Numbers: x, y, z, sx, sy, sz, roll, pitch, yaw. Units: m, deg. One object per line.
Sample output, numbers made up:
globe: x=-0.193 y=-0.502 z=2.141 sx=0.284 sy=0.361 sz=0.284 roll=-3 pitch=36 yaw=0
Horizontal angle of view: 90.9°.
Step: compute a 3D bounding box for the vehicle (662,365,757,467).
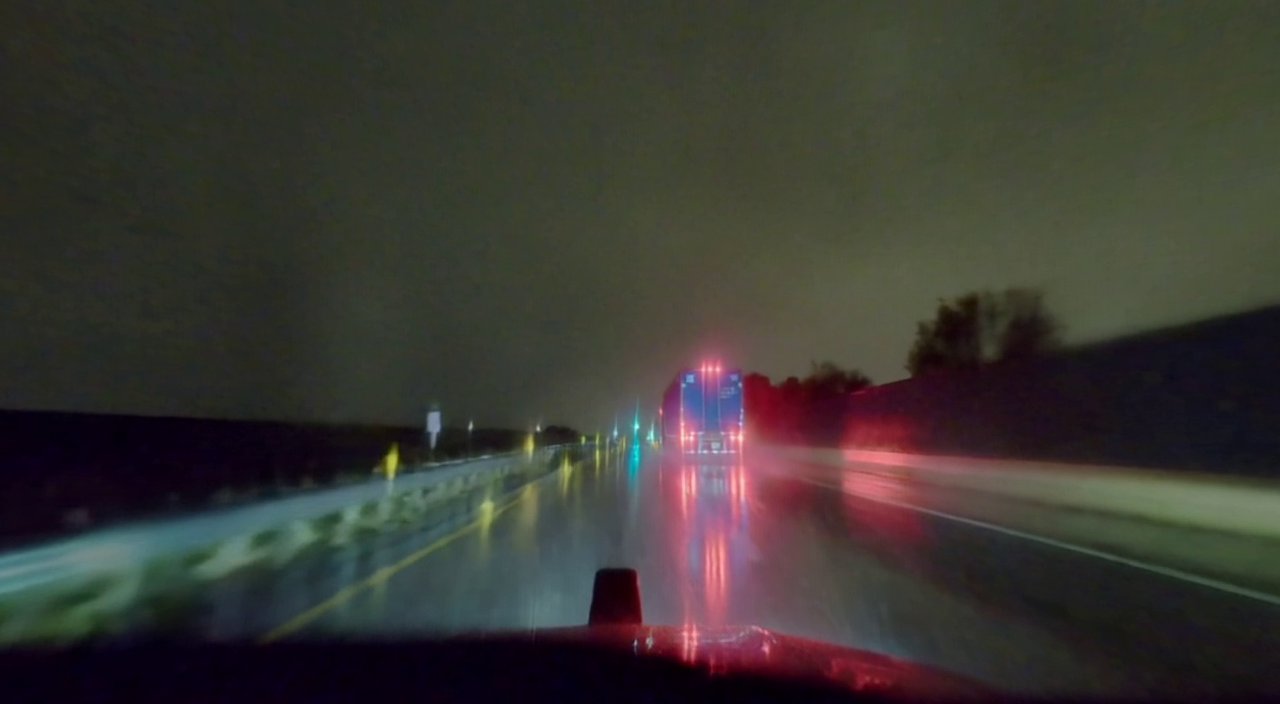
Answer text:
vehicle: x=2.979 y=3.434 z=31.835 sx=2.924 sy=4.024 sz=13.639 roll=0 pitch=-8 yaw=-1
